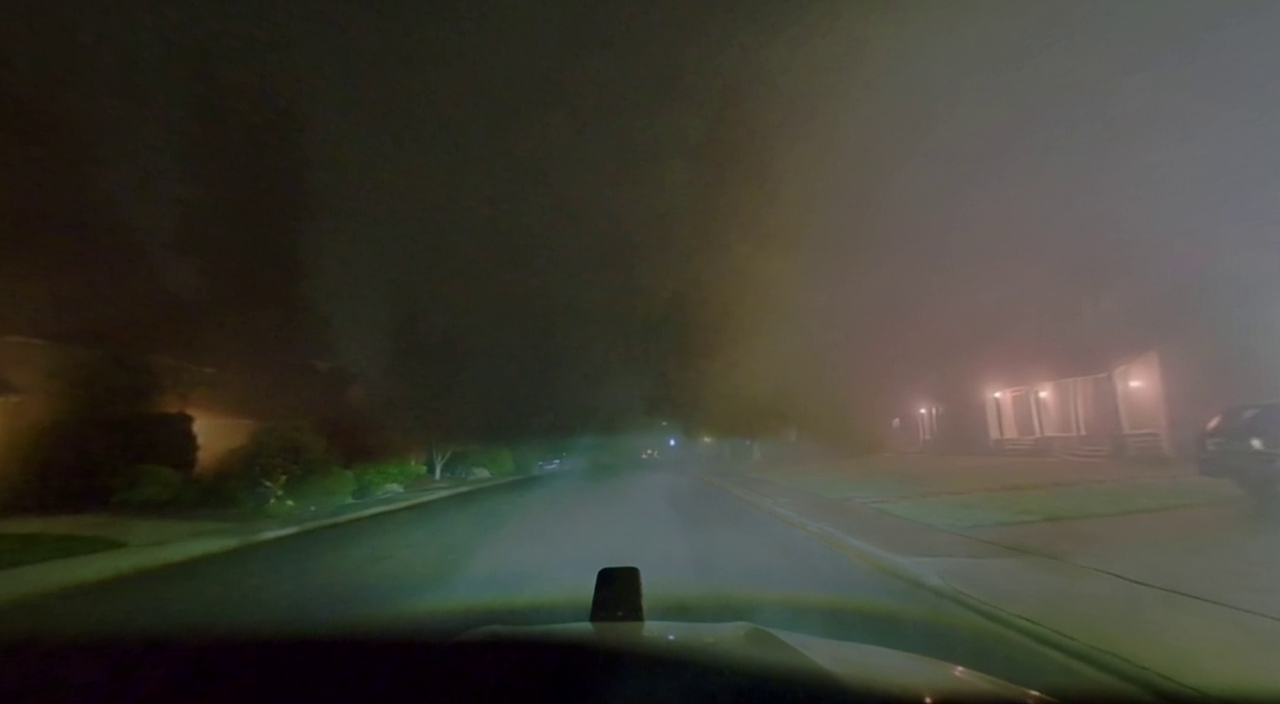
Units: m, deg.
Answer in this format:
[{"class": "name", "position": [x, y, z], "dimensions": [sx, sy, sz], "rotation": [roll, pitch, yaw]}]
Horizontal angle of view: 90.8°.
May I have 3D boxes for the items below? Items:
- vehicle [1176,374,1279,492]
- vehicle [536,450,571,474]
[{"class": "vehicle", "position": [11.297, 1.047, 9.245], "dimensions": [4.894, 1.616, 1.965], "rotation": [-4, -9, 2]}, {"class": "vehicle", "position": [-6.690, 8.534, 49.199], "dimensions": [2.078, 1.745, 5.119], "rotation": [0, -9, -1]}]
